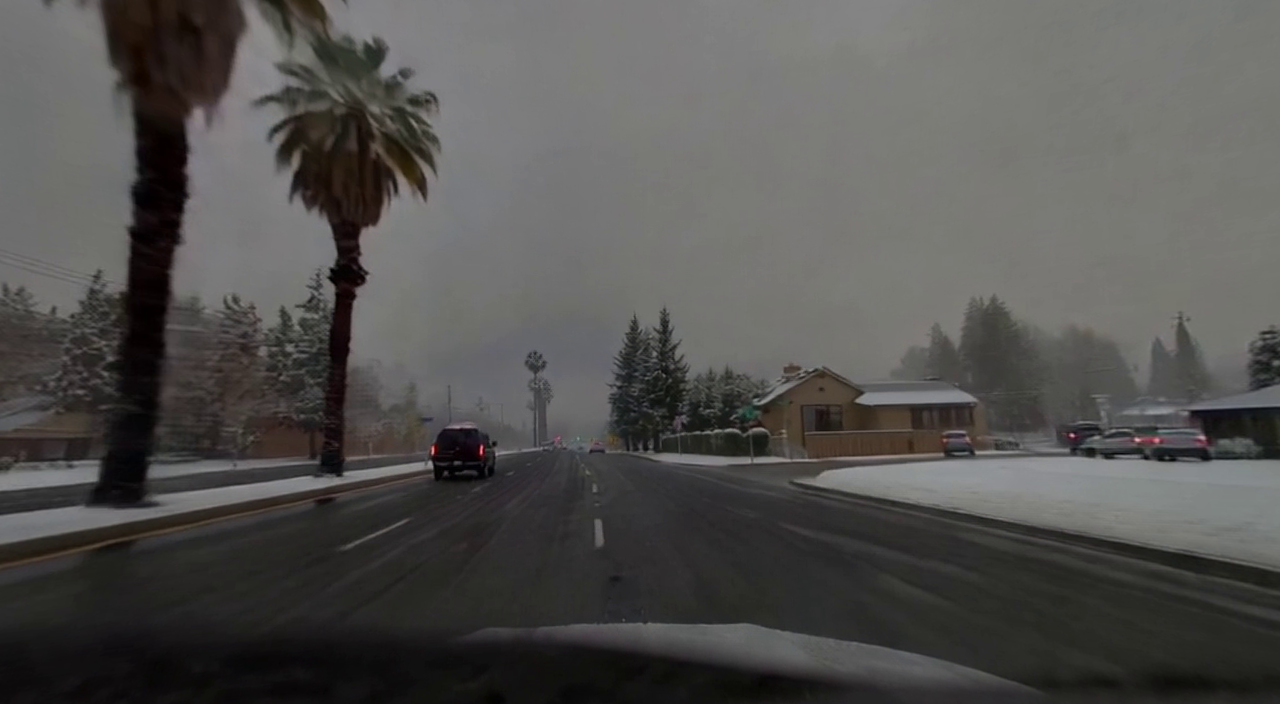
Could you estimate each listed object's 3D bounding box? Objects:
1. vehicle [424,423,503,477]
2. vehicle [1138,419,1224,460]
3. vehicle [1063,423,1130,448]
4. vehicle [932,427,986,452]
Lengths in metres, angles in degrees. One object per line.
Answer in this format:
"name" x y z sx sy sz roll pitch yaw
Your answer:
"vehicle" -7.876 4.475 28.725 2.507 2.161 6.049 1 -9 -7
"vehicle" 25.499 4.164 29.529 4.520 1.746 2.295 8 -12 -41
"vehicle" 35.158 6.429 48.239 6.133 1.800 2.631 7 -11 -40
"vehicle" 23.972 6.604 47.052 4.646 1.768 1.990 8 -12 -42
